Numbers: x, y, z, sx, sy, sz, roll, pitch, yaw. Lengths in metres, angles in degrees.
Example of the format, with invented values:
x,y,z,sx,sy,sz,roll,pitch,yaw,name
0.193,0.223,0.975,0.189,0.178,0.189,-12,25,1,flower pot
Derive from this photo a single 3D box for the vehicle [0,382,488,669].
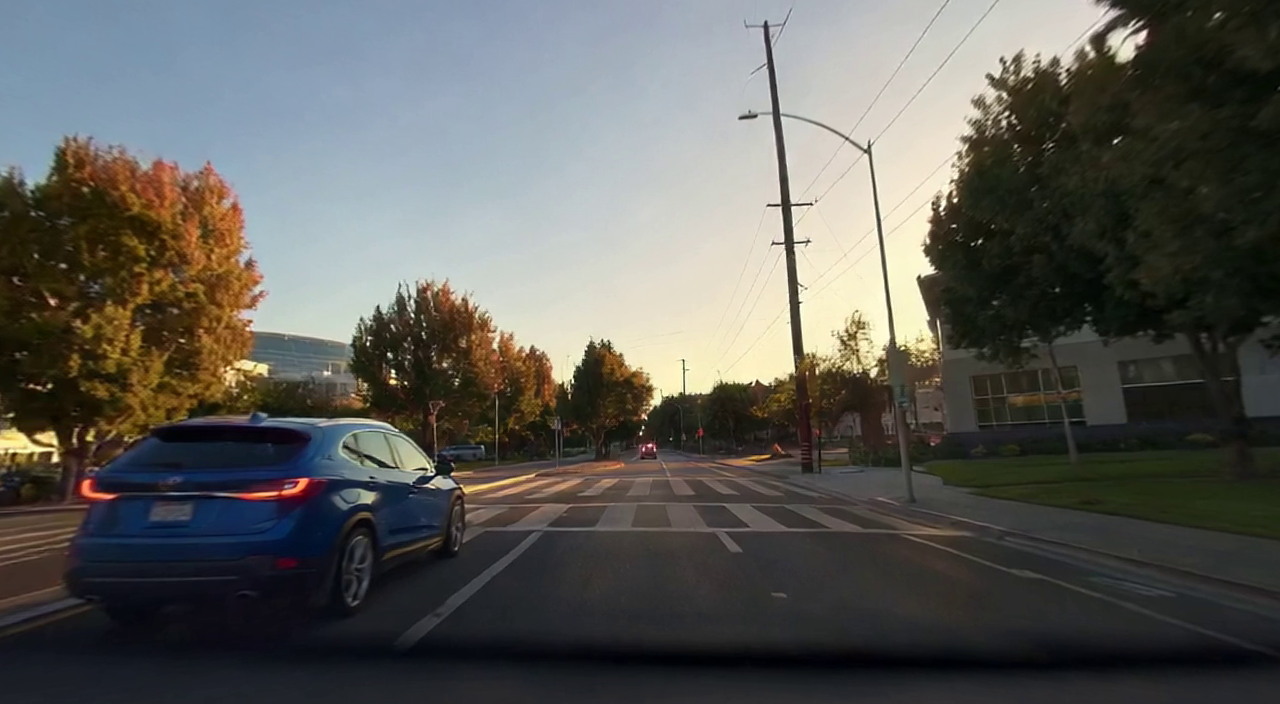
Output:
x,y,z,sx,sy,sz,roll,pitch,yaw,name
-3.257,1.460,6.552,2.251,1.800,4.959,0,-8,-2,vehicle
